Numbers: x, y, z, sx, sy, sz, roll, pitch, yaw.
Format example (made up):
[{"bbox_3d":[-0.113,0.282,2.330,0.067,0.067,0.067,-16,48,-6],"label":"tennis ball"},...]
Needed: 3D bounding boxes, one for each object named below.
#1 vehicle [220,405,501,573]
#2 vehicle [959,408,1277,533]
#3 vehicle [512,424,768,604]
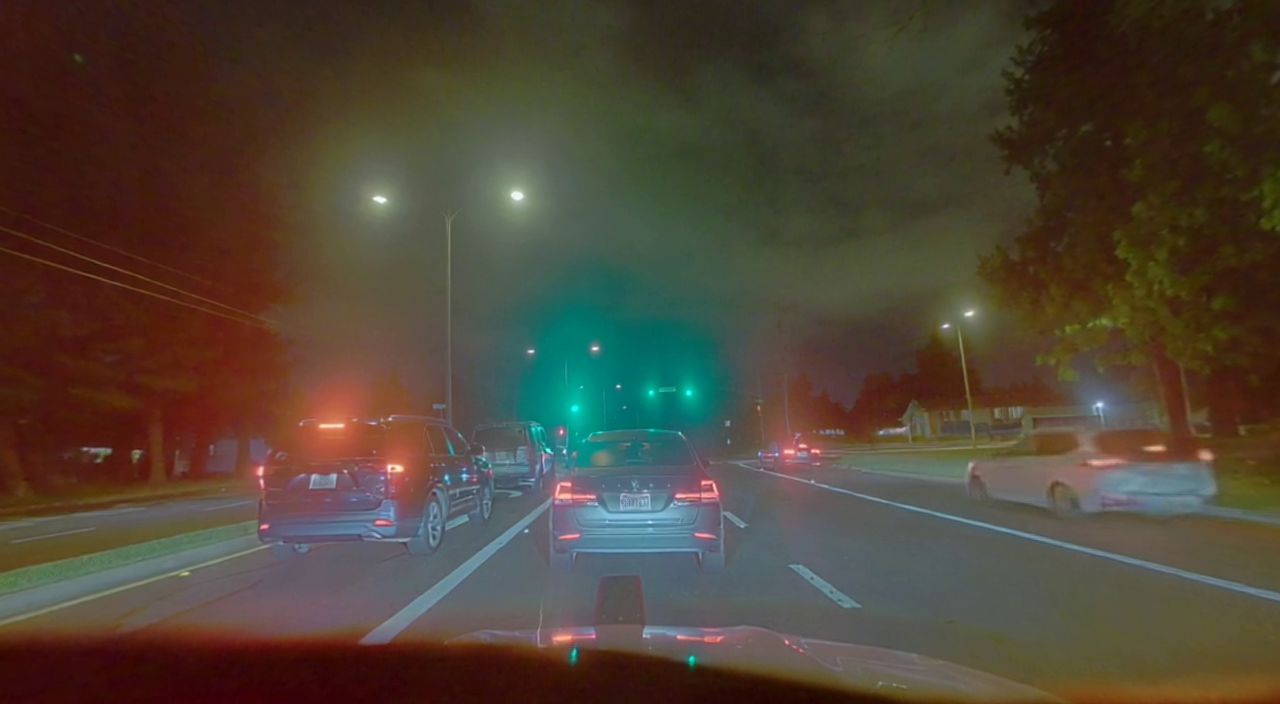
[{"bbox_3d":[-3.427,1.758,8.856,2.046,1.751,4.208,0,-8,-1],"label":"vehicle"},{"bbox_3d":[7.819,1.984,11.101,2.059,1.719,4.443,0,-8,0],"label":"vehicle"},{"bbox_3d":[-0.061,1.642,7.312,2.126,1.475,3.967,0,-8,-2],"label":"vehicle"}]
